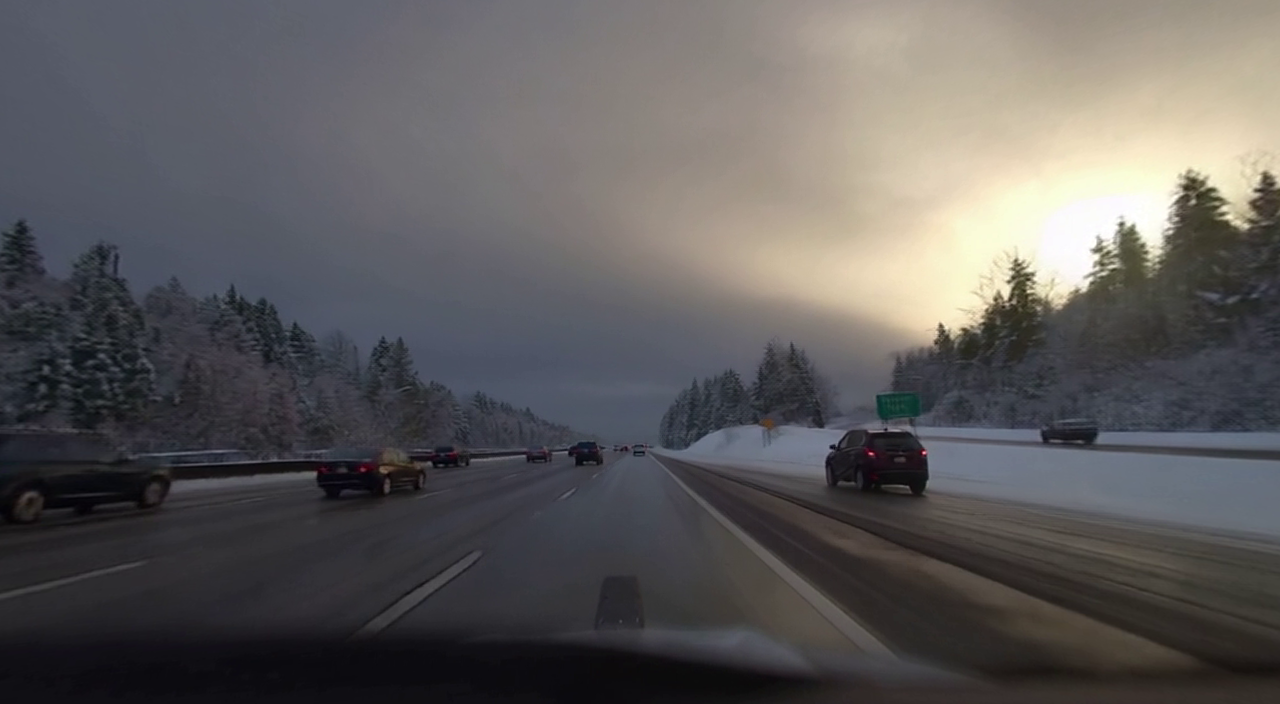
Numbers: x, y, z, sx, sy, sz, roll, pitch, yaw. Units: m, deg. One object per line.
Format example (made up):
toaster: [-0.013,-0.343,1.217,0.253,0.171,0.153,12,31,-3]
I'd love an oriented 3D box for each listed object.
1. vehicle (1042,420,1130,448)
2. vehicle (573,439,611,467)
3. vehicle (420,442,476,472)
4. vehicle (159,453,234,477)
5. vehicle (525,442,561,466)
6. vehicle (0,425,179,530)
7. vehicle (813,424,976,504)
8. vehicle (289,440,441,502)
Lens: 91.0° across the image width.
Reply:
vehicle: [26.009,4.866,36.949,1.884,1.571,4.352,0,-9,-1]
vehicle: [-3.527,7.544,47.125,2.288,1.962,5.119,0,-9,1]
vehicle: [-11.266,6.190,37.280,1.958,1.633,4.302,0,-9,0]
vehicle: [-33.029,8.438,47.102,1.968,1.583,5.035,-2,-9,0]
vehicle: [-7.608,8.055,49.930,2.087,1.755,4.457,0,-9,1]
vehicle: [-11.126,2.204,11.404,2.107,1.628,4.446,0,-9,1]
vehicle: [6.520,2.938,16.910,2.259,1.816,4.862,0,-9,-1]
vehicle: [-7.414,3.250,17.613,2.071,1.486,4.703,0,-9,1]
